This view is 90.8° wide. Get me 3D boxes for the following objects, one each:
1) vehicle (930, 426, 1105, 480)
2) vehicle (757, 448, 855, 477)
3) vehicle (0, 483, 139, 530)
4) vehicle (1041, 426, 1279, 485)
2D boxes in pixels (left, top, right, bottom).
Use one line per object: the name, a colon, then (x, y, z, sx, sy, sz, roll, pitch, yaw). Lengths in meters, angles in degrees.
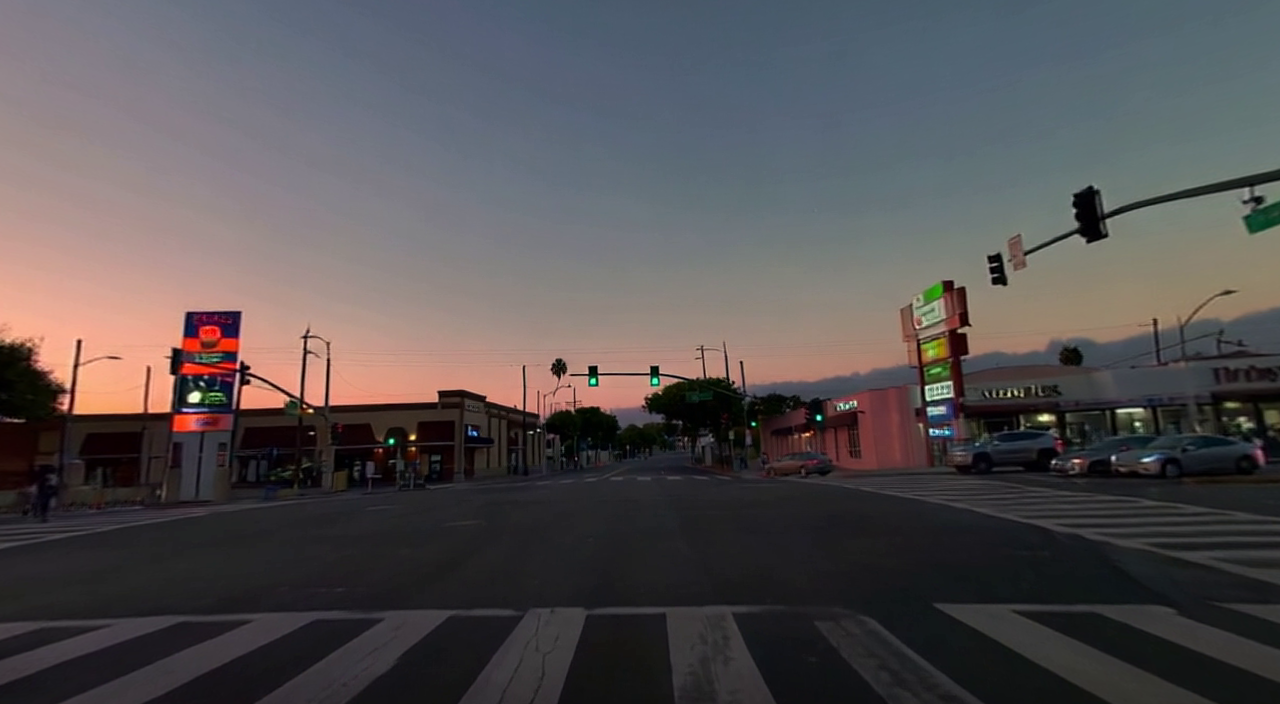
vehicle: (12.962, 3.518, 22.137, 4.916, 1.730, 1.986, -4, -9, 22)
vehicle: (8.961, 5.955, 34.223, 4.728, 1.468, 2.083, -5, -10, 31)
vehicle: (-21.167, 5.526, 22.799, 4.676, 1.463, 1.909, -1, -8, 6)
vehicle: (14.416, 2.916, 17.821, 4.835, 1.487, 1.913, -3, -9, 20)
